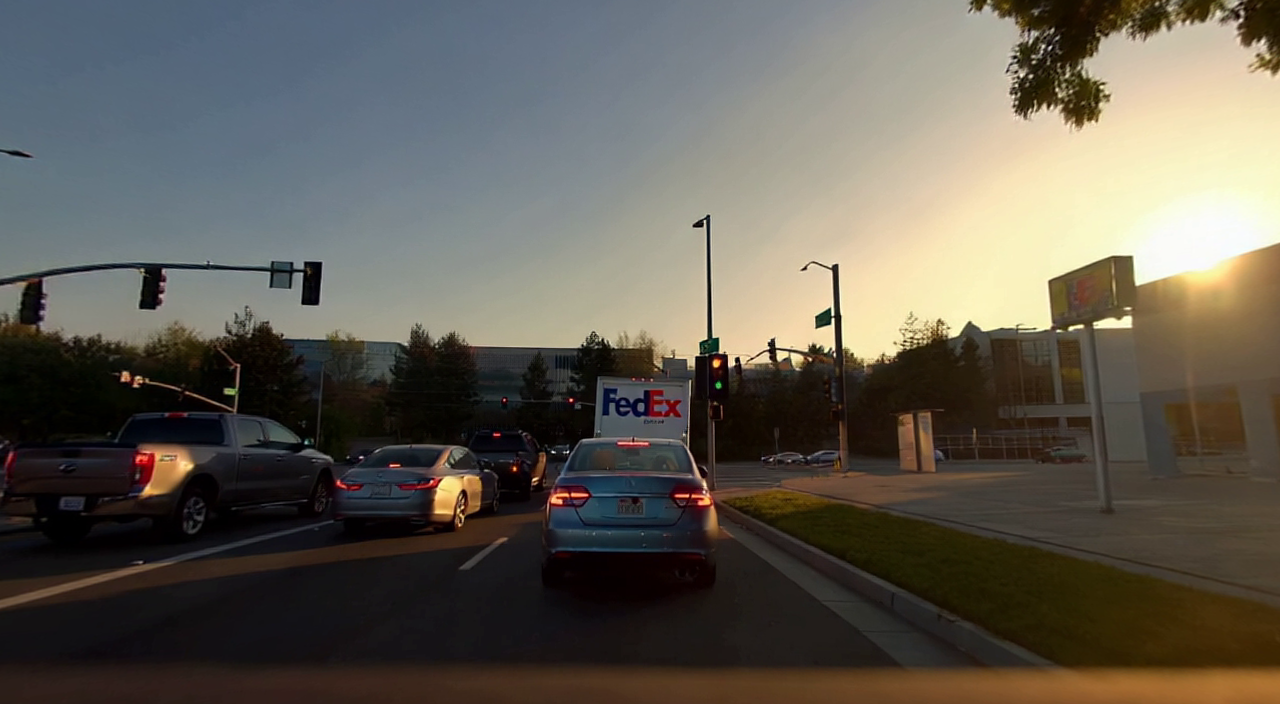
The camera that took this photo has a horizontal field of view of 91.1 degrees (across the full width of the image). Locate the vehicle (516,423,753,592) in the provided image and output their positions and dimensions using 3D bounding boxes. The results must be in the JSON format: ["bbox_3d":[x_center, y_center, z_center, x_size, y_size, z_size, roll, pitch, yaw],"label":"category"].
[{"bbox_3d":[-0.047,1.738,7.909,2.145,1.513,4.269,0,-9,0],"label":"vehicle"}]

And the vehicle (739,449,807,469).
[{"bbox_3d":[10.274,8.284,48.669,4.841,1.494,1.829,1,-9,-5],"label":"vehicle"}]

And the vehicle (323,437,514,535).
[{"bbox_3d":[-3.874,2.398,11.941,1.949,1.487,4.390,0,-9,1],"label":"vehicle"}]

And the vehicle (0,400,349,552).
[{"bbox_3d":[-7.291,1.977,10.736,2.125,1.893,5.498,0,-9,-2],"label":"vehicle"}]
